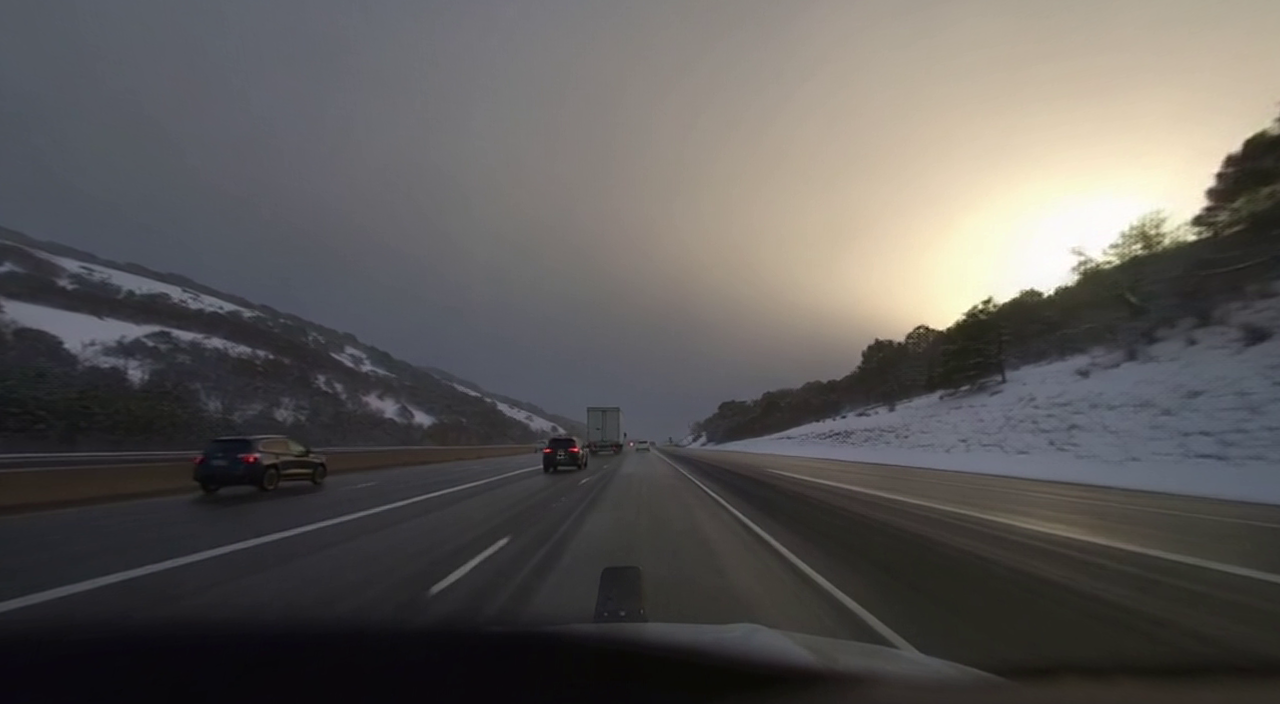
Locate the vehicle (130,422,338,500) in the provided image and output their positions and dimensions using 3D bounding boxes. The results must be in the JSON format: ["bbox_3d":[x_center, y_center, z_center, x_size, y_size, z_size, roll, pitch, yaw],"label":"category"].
[{"bbox_3d":[-10.963,2.976,17.676,2.130,1.828,5.523,0,-8,0],"label":"vehicle"}]

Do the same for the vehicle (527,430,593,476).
[{"bbox_3d":[-3.218,4.142,26.056,2.099,1.734,4.413,0,-8,1],"label":"vehicle"}]
